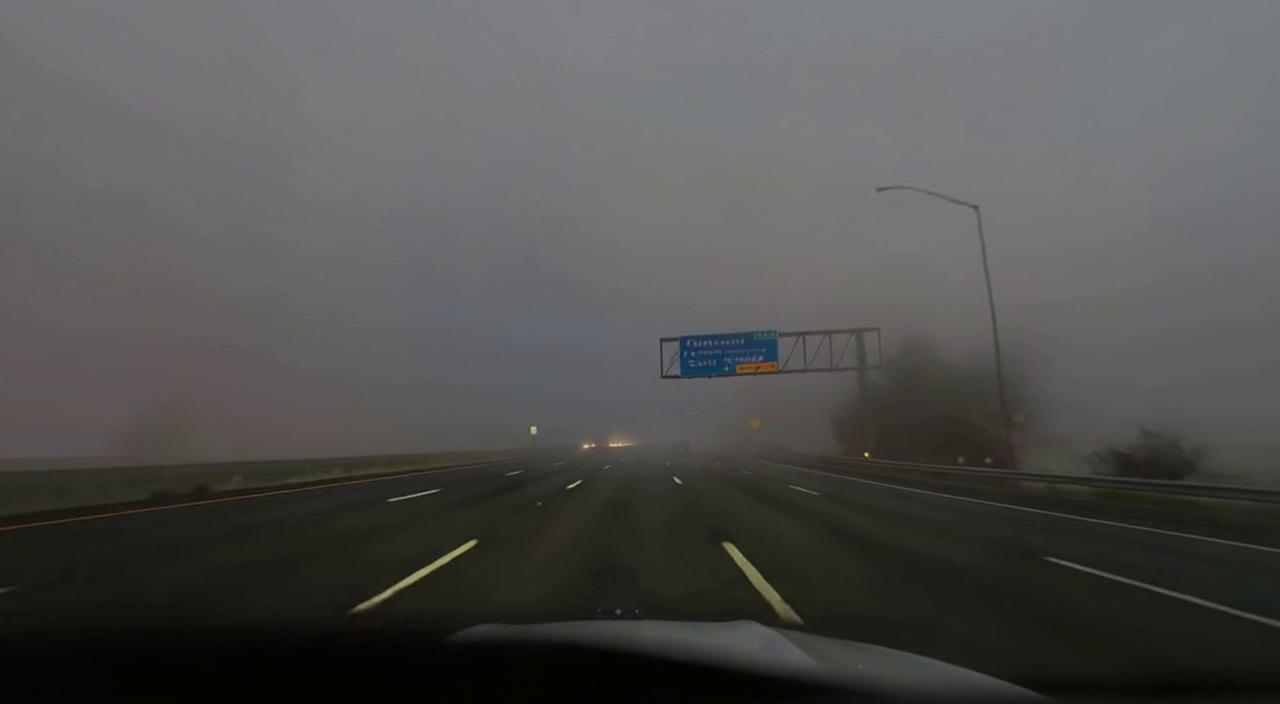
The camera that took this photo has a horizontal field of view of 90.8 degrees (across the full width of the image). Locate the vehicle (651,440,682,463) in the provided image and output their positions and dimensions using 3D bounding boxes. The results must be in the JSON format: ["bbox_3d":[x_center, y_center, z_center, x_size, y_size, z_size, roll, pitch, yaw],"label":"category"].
[{"bbox_3d":[2.026,7.773,49.499,2.224,1.738,4.376,0,-9,0],"label":"vehicle"}]
